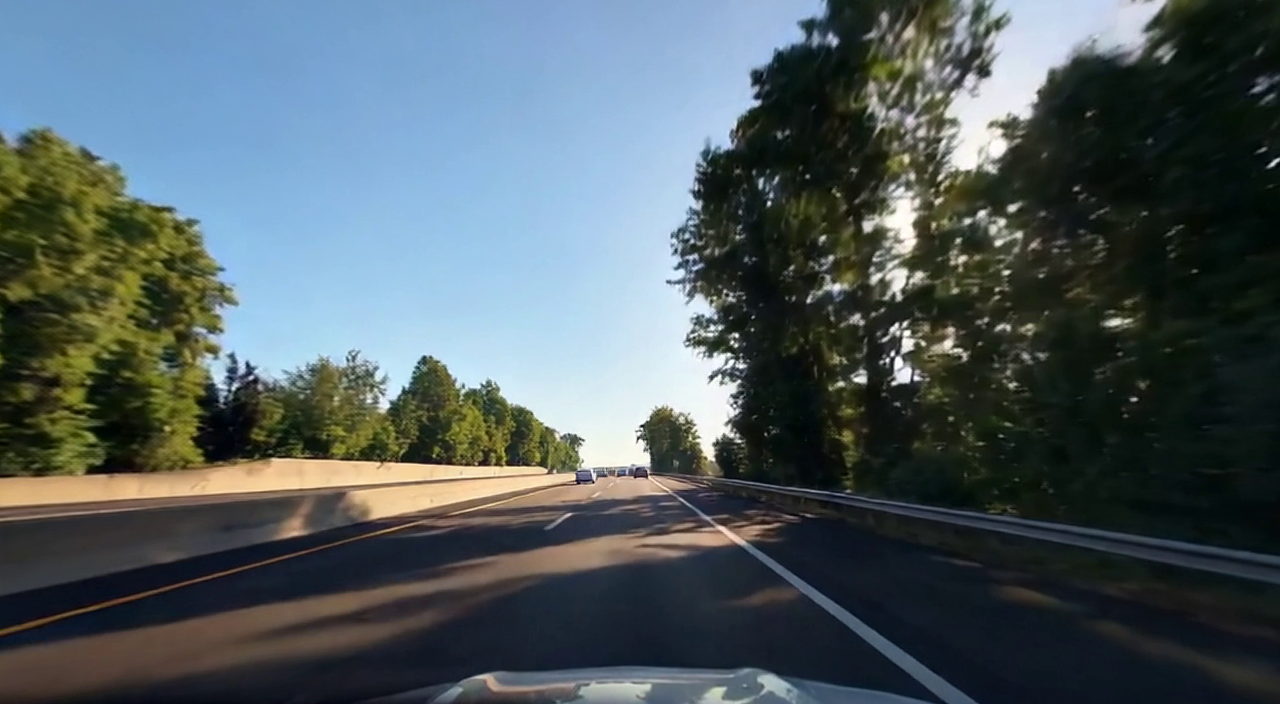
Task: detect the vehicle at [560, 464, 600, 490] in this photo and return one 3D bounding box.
[{"bbox_3d":[-3.766,7.967,40.229,2.109,1.532,4.234,1,-11,0],"label":"vehicle"}]
